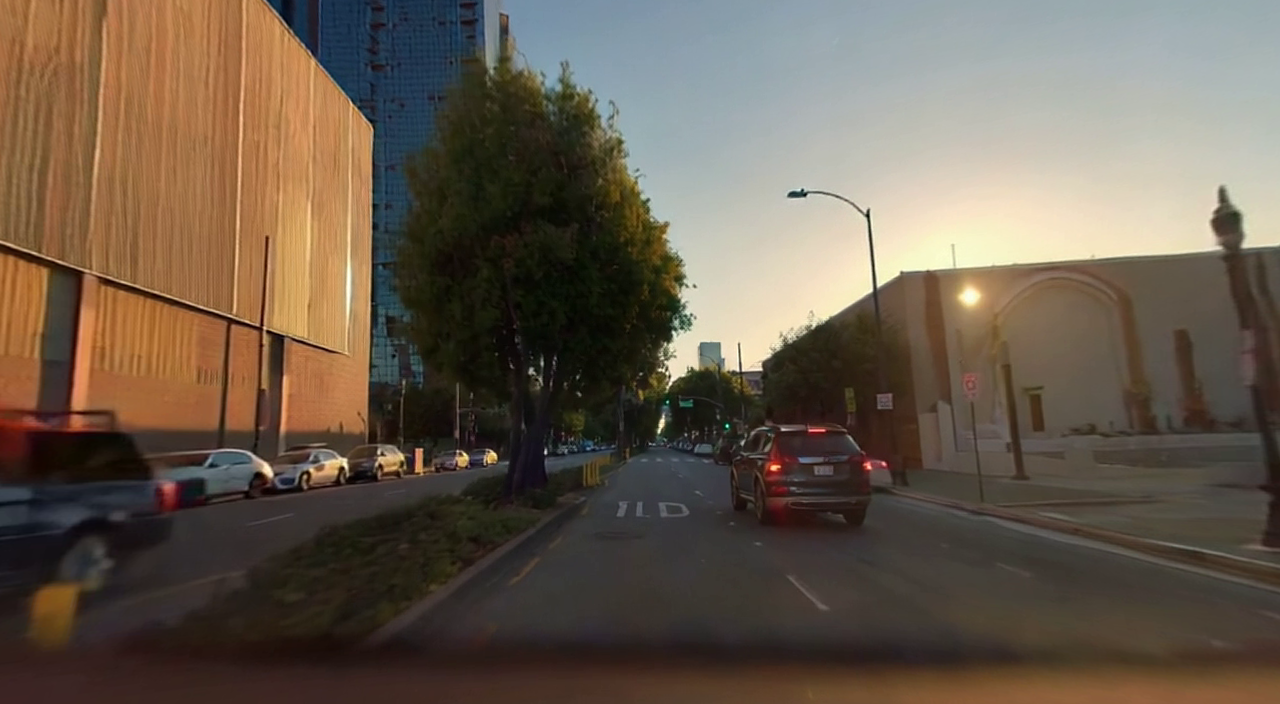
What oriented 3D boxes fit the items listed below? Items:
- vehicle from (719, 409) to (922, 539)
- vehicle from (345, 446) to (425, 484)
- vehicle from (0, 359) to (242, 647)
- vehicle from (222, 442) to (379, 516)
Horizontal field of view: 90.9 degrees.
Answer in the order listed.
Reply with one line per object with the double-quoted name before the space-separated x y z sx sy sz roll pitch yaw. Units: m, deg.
"vehicle" 2.933 2.164 11.795 2.118 1.848 5.426 0 -9 -1
"vehicle" -12.099 5.374 30.270 1.937 1.642 4.591 0 -9 -1
"vehicle" -5.247 0.988 4.087 2.030 1.881 4.994 0 -9 0
"vehicle" -8.778 3.246 16.796 1.750 1.607 4.241 0 -7 1
